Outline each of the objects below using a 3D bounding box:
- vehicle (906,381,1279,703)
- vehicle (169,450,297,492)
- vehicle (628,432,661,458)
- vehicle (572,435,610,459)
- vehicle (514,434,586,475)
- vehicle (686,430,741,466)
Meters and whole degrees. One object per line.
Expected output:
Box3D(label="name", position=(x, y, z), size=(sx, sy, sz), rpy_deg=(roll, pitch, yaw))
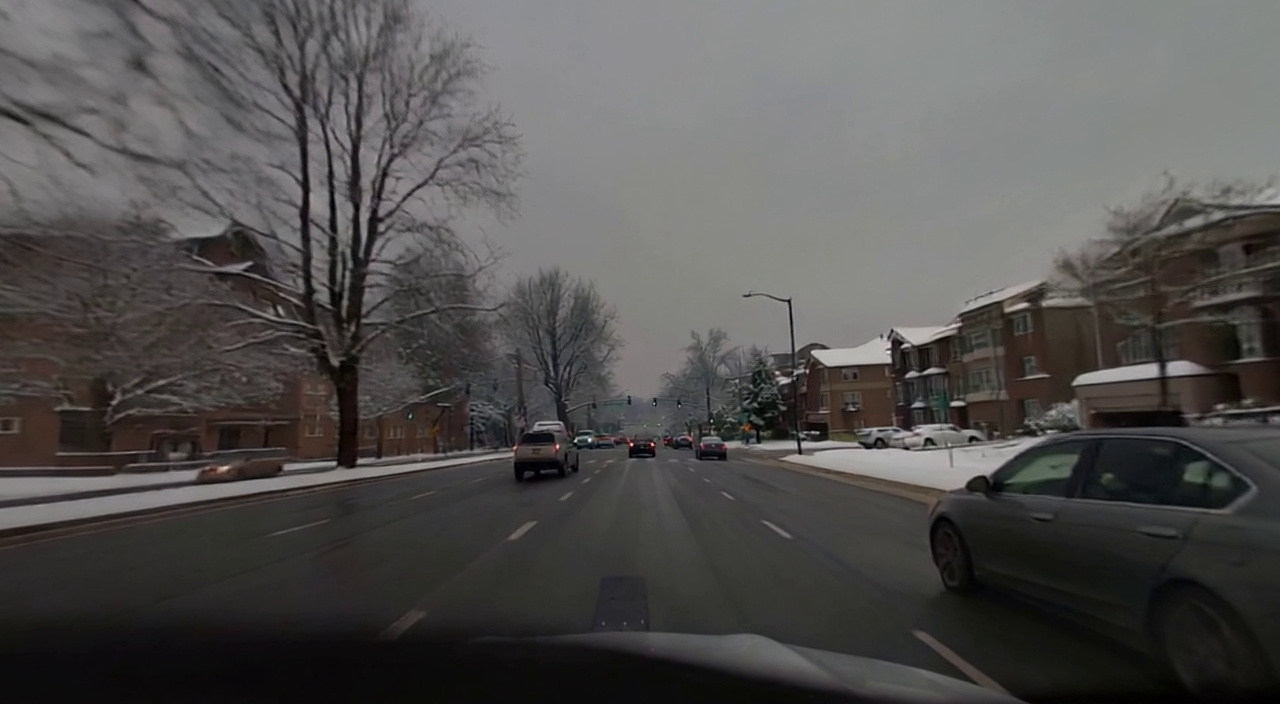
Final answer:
Box3D(label="vehicle", position=(3.668, 1.074, 3.869), size=(2.128, 1.502, 4.572), rpy_deg=(0, -8, 1))
Box3D(label="vehicle", position=(-15.752, 4.613, 24.749), size=(1.901, 1.438, 4.557), rpy_deg=(0, -8, 1))
Box3D(label="vehicle", position=(0.279, 6.315, 42.648), size=(2.110, 1.662, 4.262), rpy_deg=(0, -8, 0))
Box3D(label="vehicle", position=(-3.209, 6.360, 42.284), size=(1.997, 1.479, 4.547), rpy_deg=(0, -8, 2))
Box3D(label="vehicle", position=(-3.489, 4.080, 25.339), size=(2.049, 1.485, 4.656), rpy_deg=(0, -8, 2))
Box3D(label="vehicle", position=(3.556, 4.783, 31.404), size=(2.137, 1.646, 4.488), rpy_deg=(0, -8, -1))
